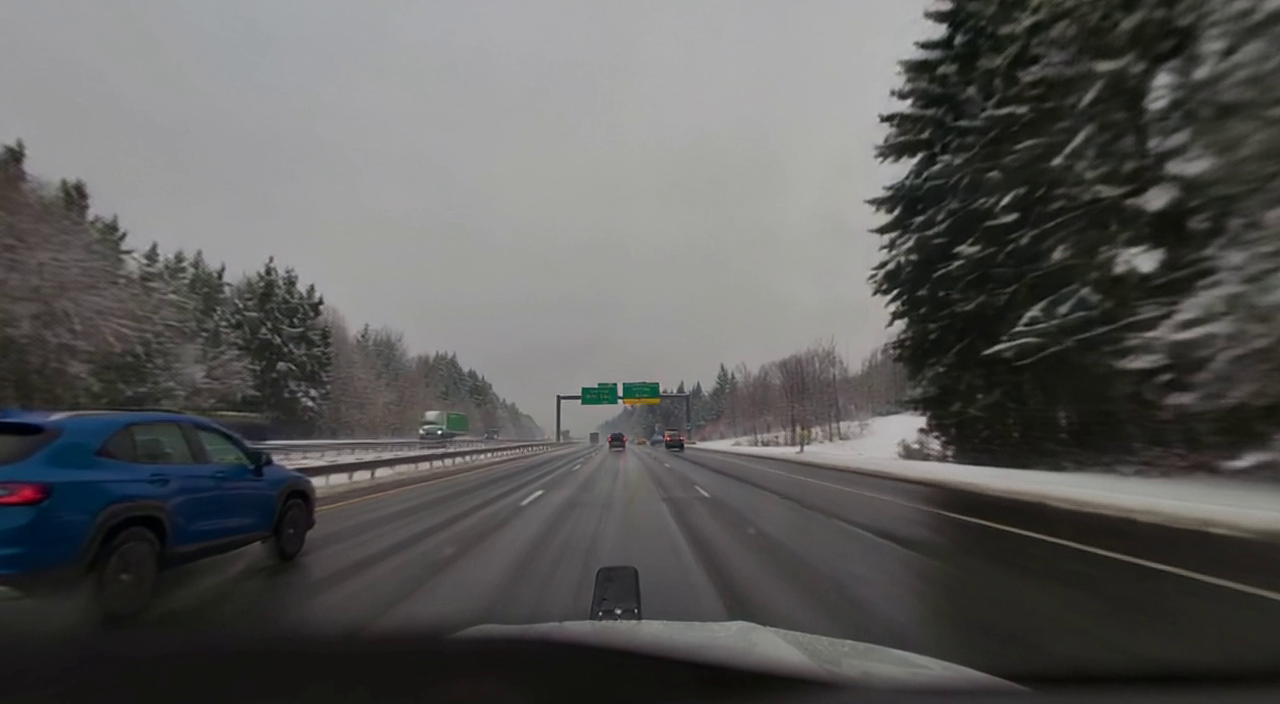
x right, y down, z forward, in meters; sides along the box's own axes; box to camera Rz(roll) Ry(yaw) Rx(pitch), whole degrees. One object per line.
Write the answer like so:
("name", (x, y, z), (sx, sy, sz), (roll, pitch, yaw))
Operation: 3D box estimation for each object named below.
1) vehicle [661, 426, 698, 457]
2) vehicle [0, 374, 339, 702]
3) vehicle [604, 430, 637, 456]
("vehicle", (2.575, 5.946, 41.987), (1.976, 1.905, 3.263), (0, -7, -5))
("vehicle", (-4.217, 1.109, 4.596), (2.100, 1.590, 4.077), (0, -7, -2))
("vehicle", (-1.407, 6.268, 43.605), (2.159, 1.690, 3.720), (0, -7, -3))
